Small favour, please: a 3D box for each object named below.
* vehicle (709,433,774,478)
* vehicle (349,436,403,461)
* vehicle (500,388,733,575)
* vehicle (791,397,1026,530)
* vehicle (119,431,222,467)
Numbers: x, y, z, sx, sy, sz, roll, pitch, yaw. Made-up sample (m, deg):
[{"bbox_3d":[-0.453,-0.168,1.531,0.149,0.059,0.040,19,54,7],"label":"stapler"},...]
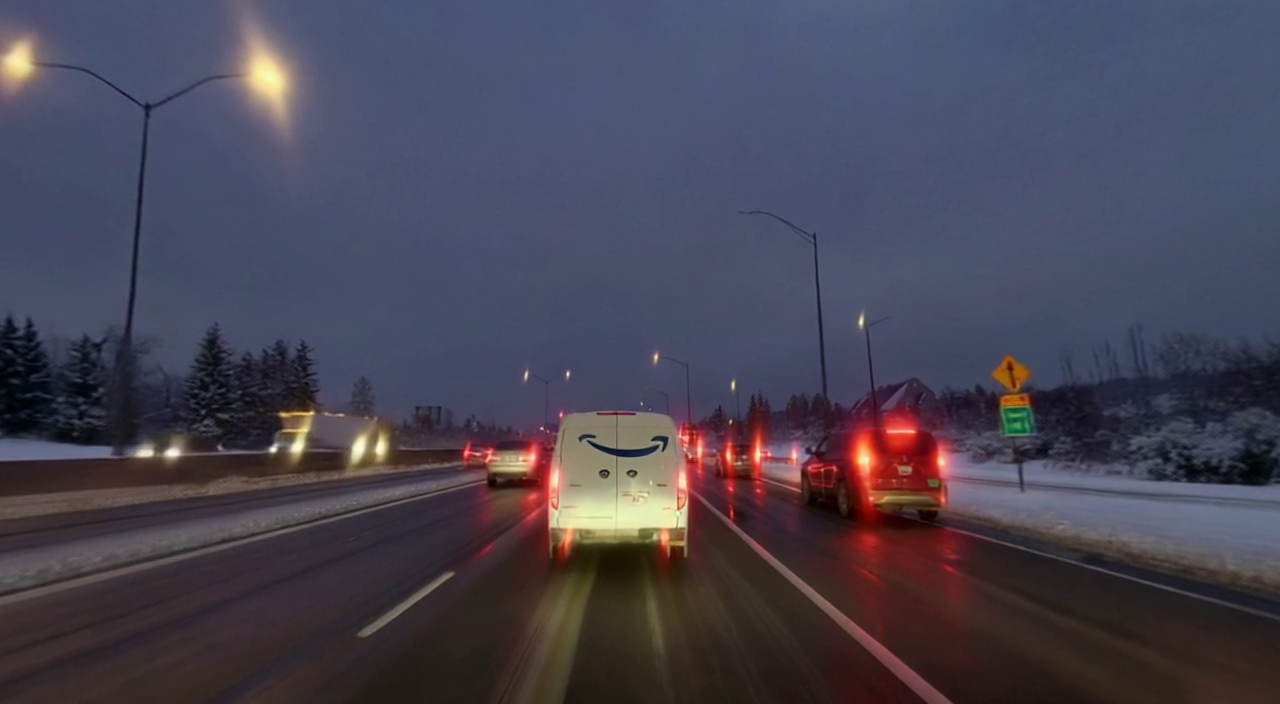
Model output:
[{"bbox_3d":[4.211,4.383,26.843,2.064,1.720,4.416,0,-9,1],"label":"vehicle"},{"bbox_3d":[-16.055,5.887,38.467,1.619,1.467,3.619,0,-8,1],"label":"vehicle"},{"bbox_3d":[-0.198,1.603,8.479,2.287,1.823,4.369,0,-9,1],"label":"vehicle"},{"bbox_3d":[4.726,2.095,12.291,2.179,1.999,5.331,1,-9,-1],"label":"vehicle"},{"bbox_3d":[-19.333,4.010,26.112,1.541,1.399,3.472,1,-8,0],"label":"vehicle"}]
